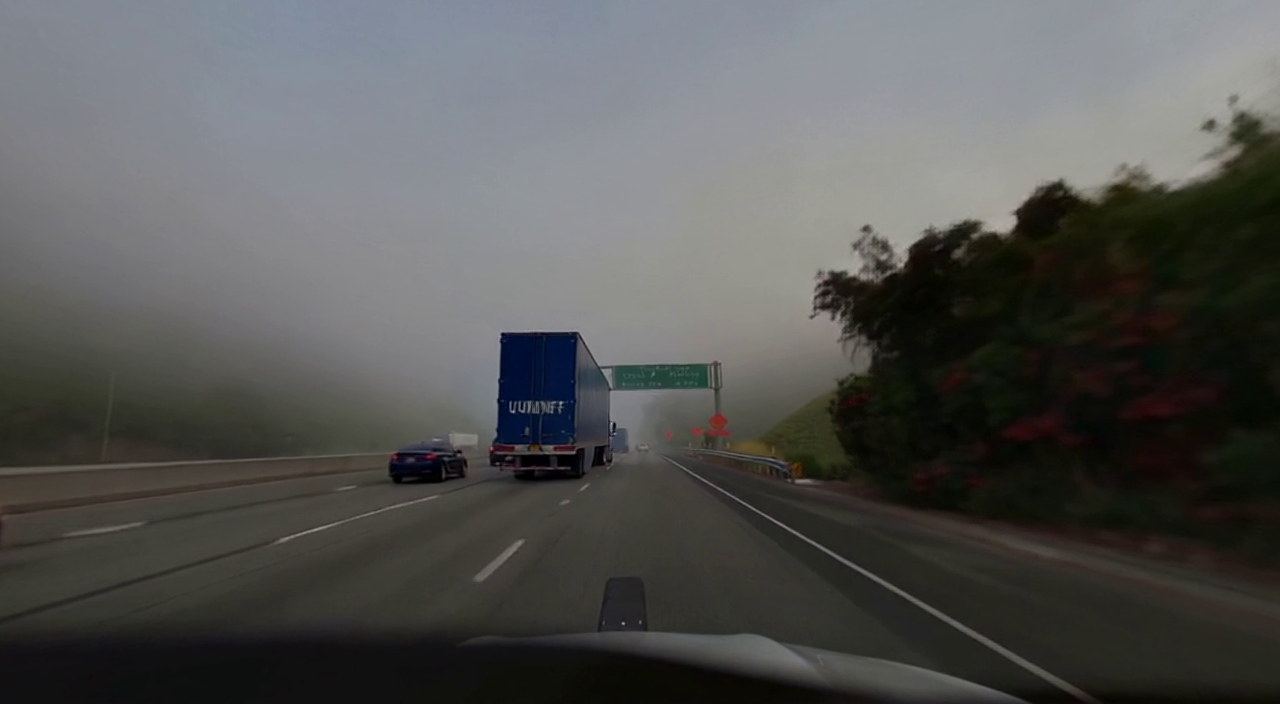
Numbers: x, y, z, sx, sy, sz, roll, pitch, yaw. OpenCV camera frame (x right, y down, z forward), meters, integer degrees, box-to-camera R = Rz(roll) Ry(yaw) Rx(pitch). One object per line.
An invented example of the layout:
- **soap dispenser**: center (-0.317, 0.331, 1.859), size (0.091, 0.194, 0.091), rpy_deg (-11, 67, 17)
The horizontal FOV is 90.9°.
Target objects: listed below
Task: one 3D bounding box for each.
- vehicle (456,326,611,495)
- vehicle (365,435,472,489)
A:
- **vehicle**: center (-3.104, 2.649, 24.410), size (3.202, 4.352, 16.251), rpy_deg (0, -8, 0)
- **vehicle**: center (-7.279, 3.641, 21.299), size (1.949, 1.604, 4.456), rpy_deg (0, -8, 1)
